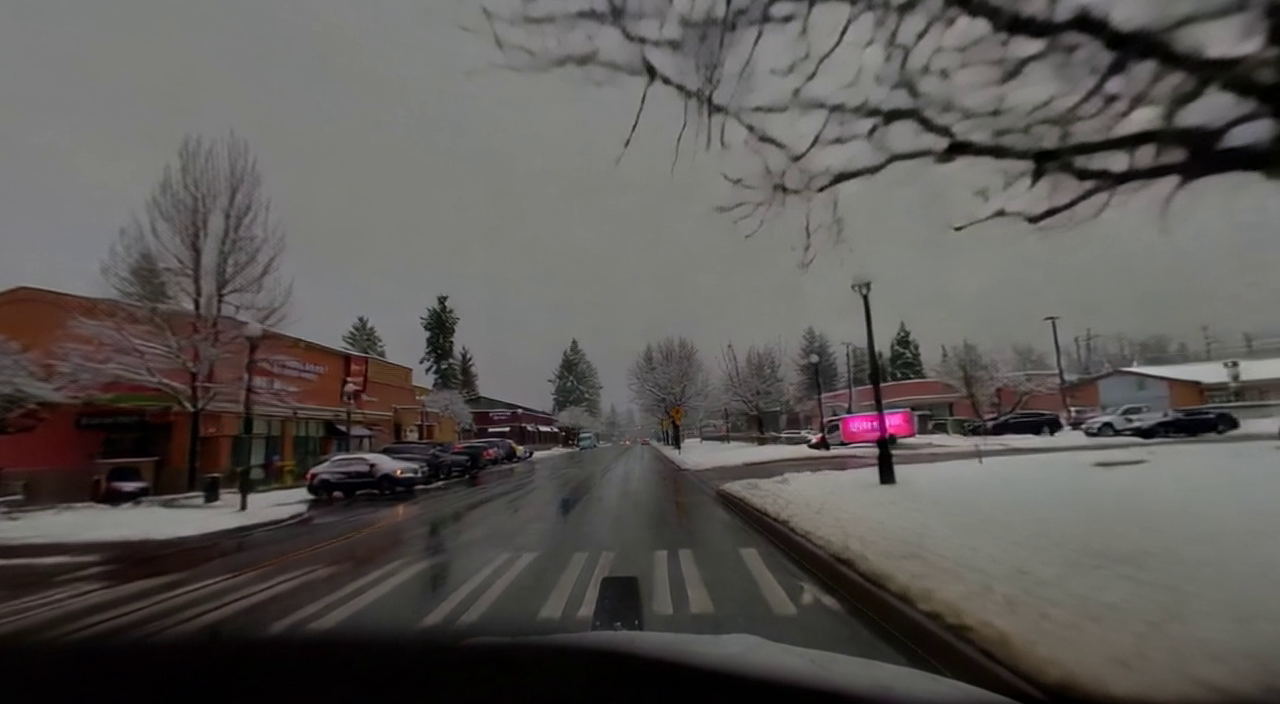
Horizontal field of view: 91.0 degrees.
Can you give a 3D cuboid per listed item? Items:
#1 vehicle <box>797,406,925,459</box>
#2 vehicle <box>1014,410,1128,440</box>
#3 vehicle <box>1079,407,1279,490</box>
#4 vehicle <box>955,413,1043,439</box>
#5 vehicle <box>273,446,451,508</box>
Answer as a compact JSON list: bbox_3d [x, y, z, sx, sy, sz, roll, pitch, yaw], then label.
[{"bbox_3d":[10.958,4.006,31.522,5.453,1.794,2.011,-8,-6,-2],"label":"vehicle"},{"bbox_3d":[23.166,3.971,33.953,4.746,1.536,1.914,0,-8,0],"label":"vehicle"},{"bbox_3d":[11.780,1.996,13.150,1.950,1.429,4.589,0,-8,1],"label":"vehicle"},{"bbox_3d":[23.673,4.892,41.613,4.521,1.634,1.996,0,-8,0],"label":"vehicle"},{"bbox_3d":[-8.676,3.903,19.955,1.879,1.543,4.778,-12,-13,43],"label":"vehicle"}]
